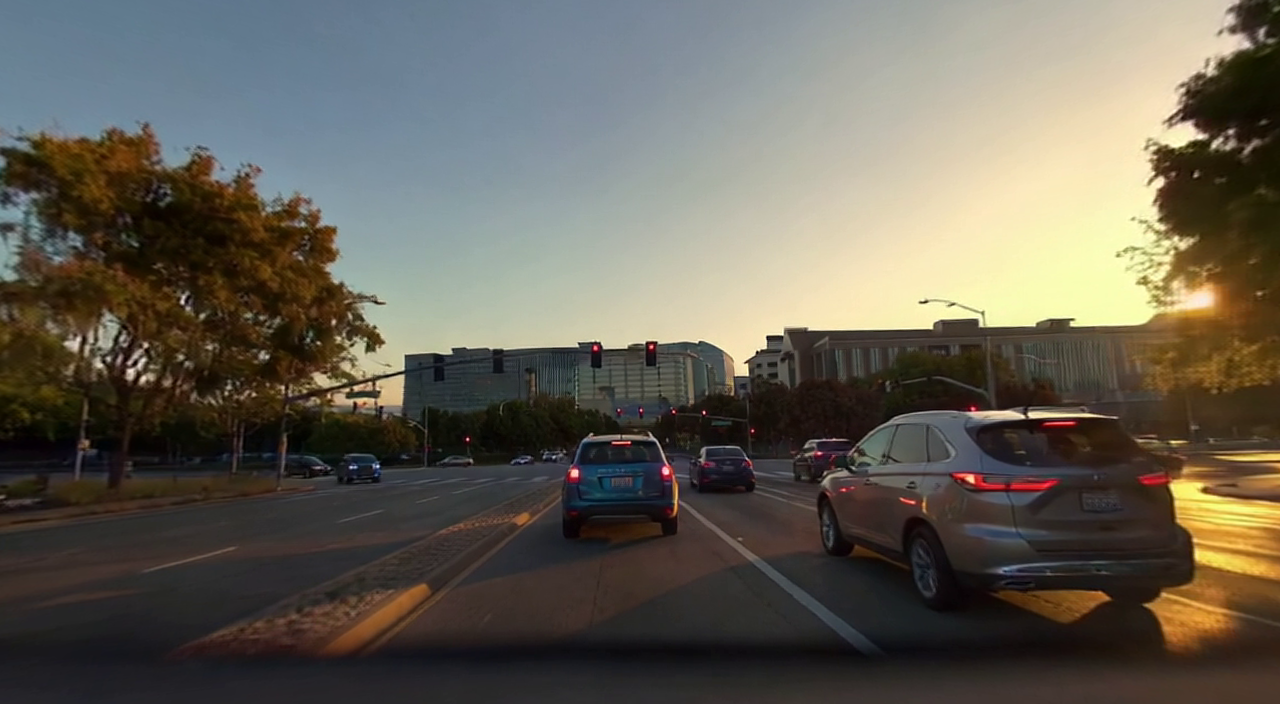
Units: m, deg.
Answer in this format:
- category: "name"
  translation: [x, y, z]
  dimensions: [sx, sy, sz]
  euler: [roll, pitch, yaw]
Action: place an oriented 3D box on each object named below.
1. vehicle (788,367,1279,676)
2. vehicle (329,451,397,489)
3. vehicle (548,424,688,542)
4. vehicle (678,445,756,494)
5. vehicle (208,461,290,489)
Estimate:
- category: "vehicle"
  translation: [3.112, 1.311, 5.973]
  dimensions: [2.228, 1.798, 4.370]
  euler: [0, -9, -2]
- category: "vehicle"
  translation: [-15.686, 6.583, 35.646]
  dimensions: [2.354, 1.949, 4.905]
  euler: [6, -10, -36]
- category: "vehicle"
  translation: [-0.363, 2.230, 11.361]
  dimensions: [2.039, 1.698, 4.144]
  euler: [0, -9, -1]
- category: "vehicle"
  translation: [2.479, 3.919, 21.478]
  dimensions: [1.900, 1.459, 4.260]
  euler: [0, -9, -3]
- category: "vehicle"
  translation: [-27.400, 8.590, 44.333]
  dimensions: [4.802, 1.771, 2.060]
  euler: [-2, -9, 15]
